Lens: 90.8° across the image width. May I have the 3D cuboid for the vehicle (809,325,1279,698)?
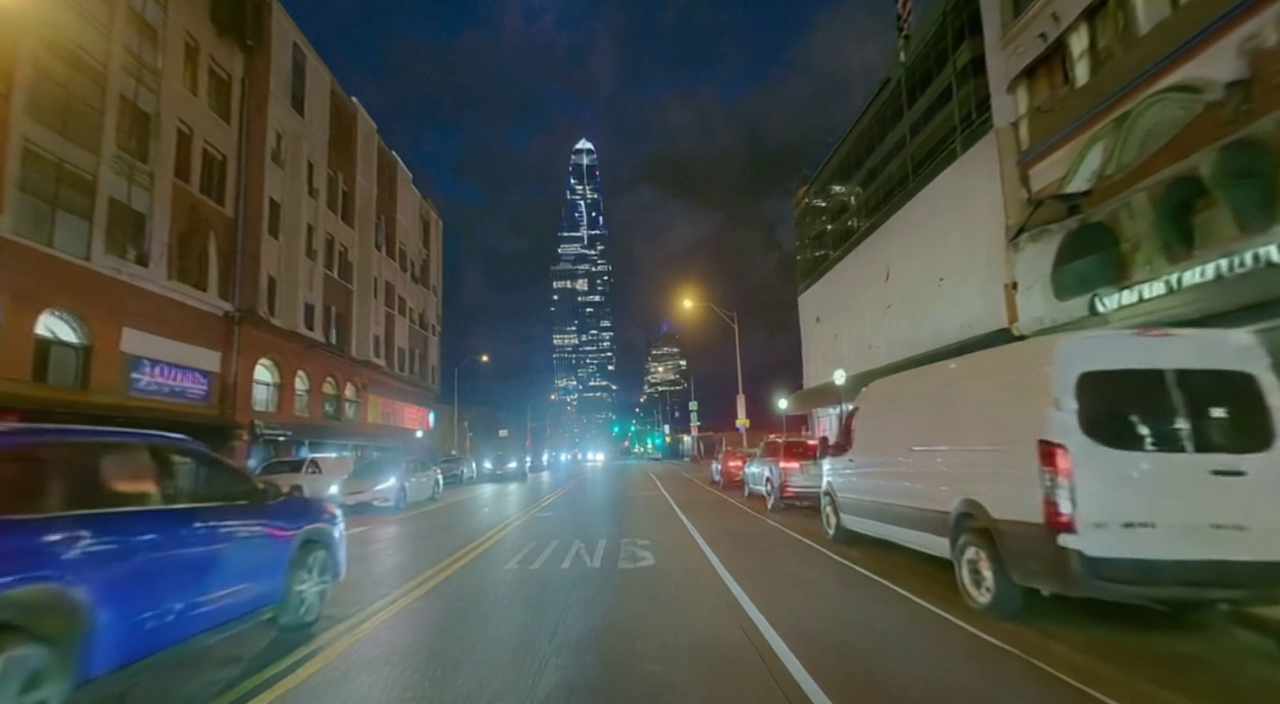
[{"bbox_3d":[3.749,1.319,6.588,2.215,2.177,5.608,0,-8,-2],"label":"vehicle"}]

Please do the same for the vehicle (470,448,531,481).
[{"bbox_3d":[-6.899,5.594,31.838,1.993,1.484,4.812,0,-8,0],"label":"vehicle"}]

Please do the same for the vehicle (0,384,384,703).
[{"bbox_3d":[-3.282,1.101,3.475,2.024,1.579,4.300,0,-8,-2],"label":"vehicle"}]
